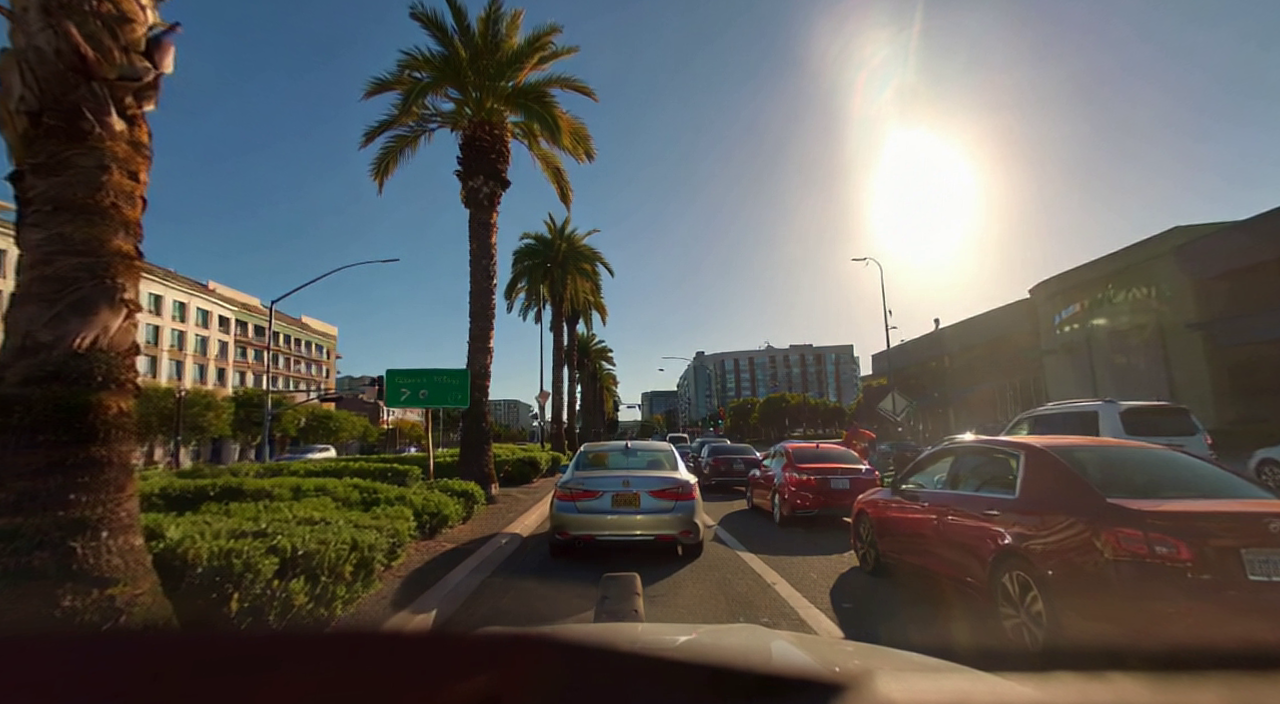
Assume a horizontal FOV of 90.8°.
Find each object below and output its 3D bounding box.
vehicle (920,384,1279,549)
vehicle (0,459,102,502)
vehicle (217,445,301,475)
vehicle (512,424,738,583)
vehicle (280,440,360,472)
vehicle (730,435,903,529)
[{"bbox_3d":[7.205,1.861,10.845,2.254,2.072,5.577,0,-8,0],"label":"vehicle"},{"bbox_3d":[-23.638,4.861,24.151,1.972,1.425,4.765,0,-8,0],"label":"vehicle"},{"bbox_3d":[-24.004,6.783,40.066,2.055,1.759,5.200,0,-8,0],"label":"vehicle"},{"bbox_3d":[-0.159,1.747,8.070,2.158,1.498,3.919,0,-8,0],"label":"vehicle"},{"bbox_3d":[-20.607,6.698,40.994,2.306,1.880,5.537,0,-8,-1],"label":"vehicle"},{"bbox_3d":[3.092,2.370,12.181,1.925,1.451,4.436,0,-8,-2],"label":"vehicle"}]
